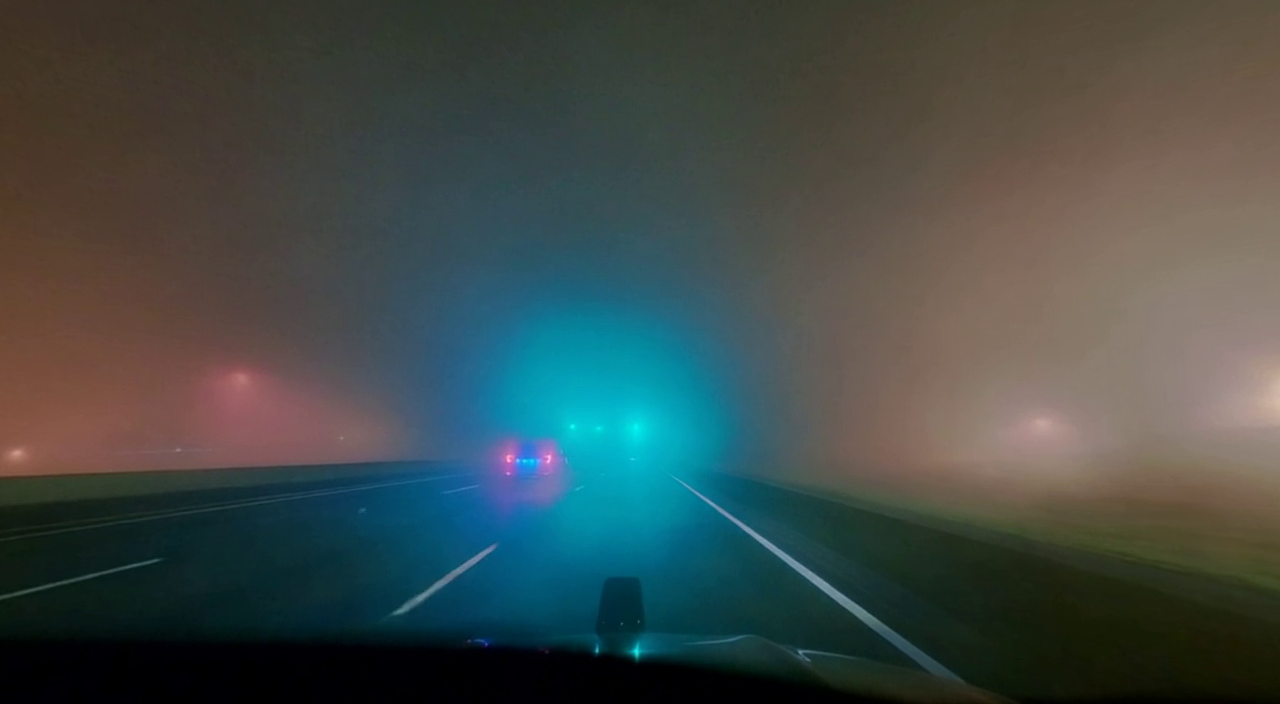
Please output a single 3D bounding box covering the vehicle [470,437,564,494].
[{"bbox_3d":[-4.179,3.960,22.442,2.272,1.759,5.058,0,-9,1],"label":"vehicle"}]
